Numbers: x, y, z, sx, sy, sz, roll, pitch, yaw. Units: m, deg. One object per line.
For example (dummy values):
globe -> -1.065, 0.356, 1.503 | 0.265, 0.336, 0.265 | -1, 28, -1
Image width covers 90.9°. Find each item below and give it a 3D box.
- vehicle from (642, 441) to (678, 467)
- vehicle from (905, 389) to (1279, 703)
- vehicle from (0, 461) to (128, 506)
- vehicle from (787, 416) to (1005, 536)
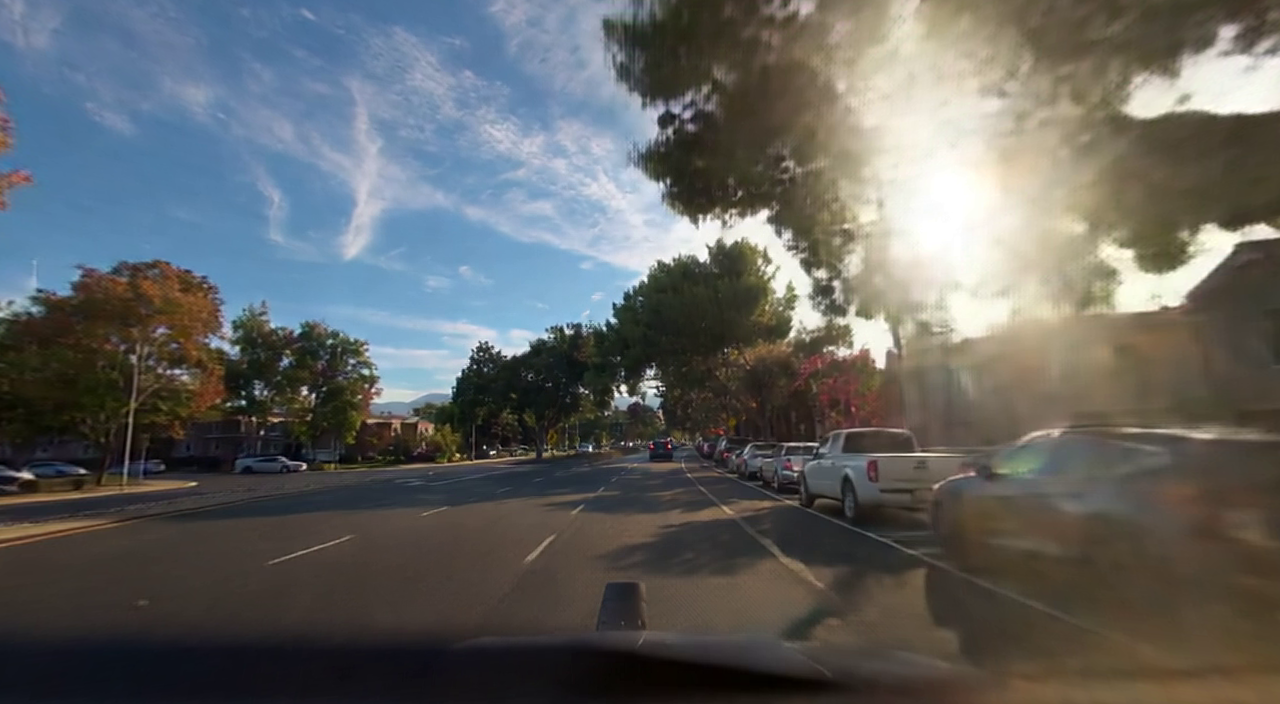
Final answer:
vehicle -> 1.187, 6.110, 37.916 | 2.011, 1.480, 4.170 | -1, -8, 2
vehicle -> 4.303, 1.331, 5.465 | 1.949, 1.616, 4.805 | 0, -8, 1
vehicle -> -23.162, 5.075, 24.779 | 1.909, 1.451, 4.757 | -1, -8, 2
vehicle -> 4.347, 2.174, 11.708 | 1.973, 1.749, 4.608 | 0, -8, -2
